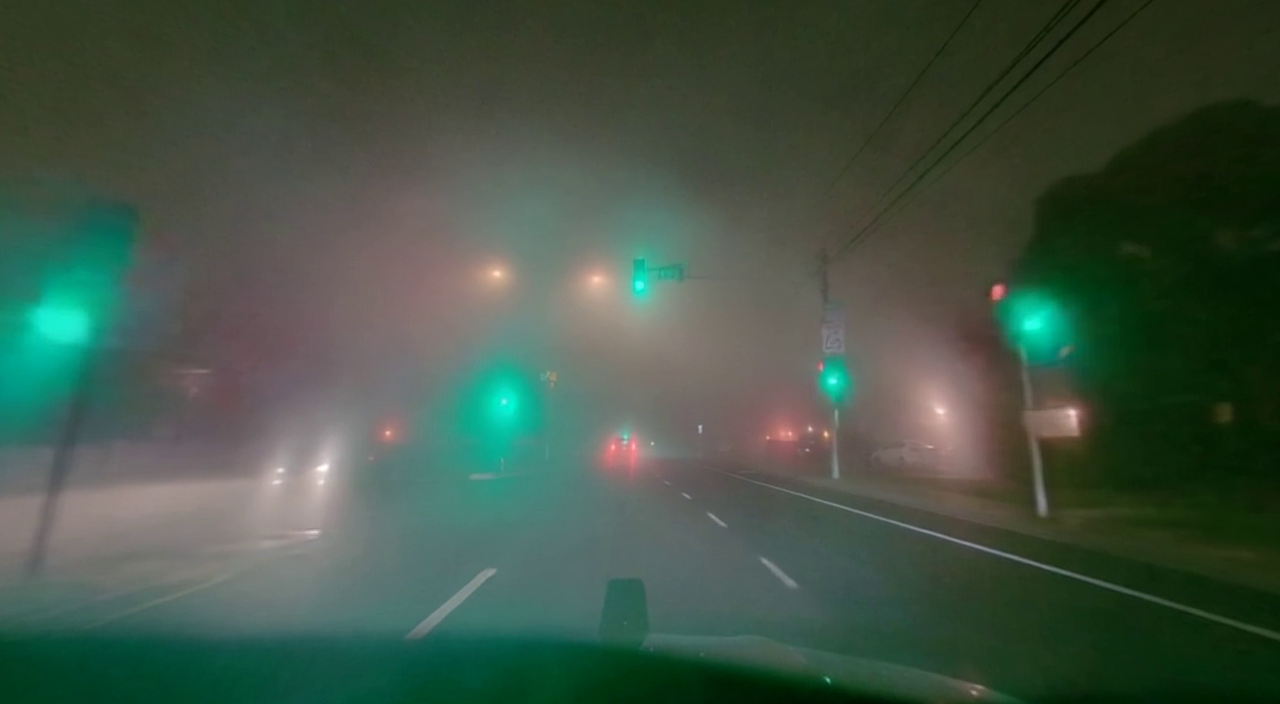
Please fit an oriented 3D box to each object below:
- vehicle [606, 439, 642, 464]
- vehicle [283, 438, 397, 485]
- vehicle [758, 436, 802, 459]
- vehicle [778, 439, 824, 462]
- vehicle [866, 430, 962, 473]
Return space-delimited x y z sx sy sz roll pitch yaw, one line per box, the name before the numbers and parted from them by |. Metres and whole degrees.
vehicle | -0.976 6.069 38.612 2.113 1.462 4.203 0 -8 -1
vehicle | -10.669 3.910 22.873 1.995 1.485 4.560 0 -8 -1
vehicle | 10.776 7.404 48.910 2.156 1.689 4.774 0 -8 -1
vehicle | 11.048 6.771 43.473 1.838 1.443 4.563 0 -8 -2
vehicle | 11.668 4.272 27.234 2.018 1.665 4.576 0 -8 -1
